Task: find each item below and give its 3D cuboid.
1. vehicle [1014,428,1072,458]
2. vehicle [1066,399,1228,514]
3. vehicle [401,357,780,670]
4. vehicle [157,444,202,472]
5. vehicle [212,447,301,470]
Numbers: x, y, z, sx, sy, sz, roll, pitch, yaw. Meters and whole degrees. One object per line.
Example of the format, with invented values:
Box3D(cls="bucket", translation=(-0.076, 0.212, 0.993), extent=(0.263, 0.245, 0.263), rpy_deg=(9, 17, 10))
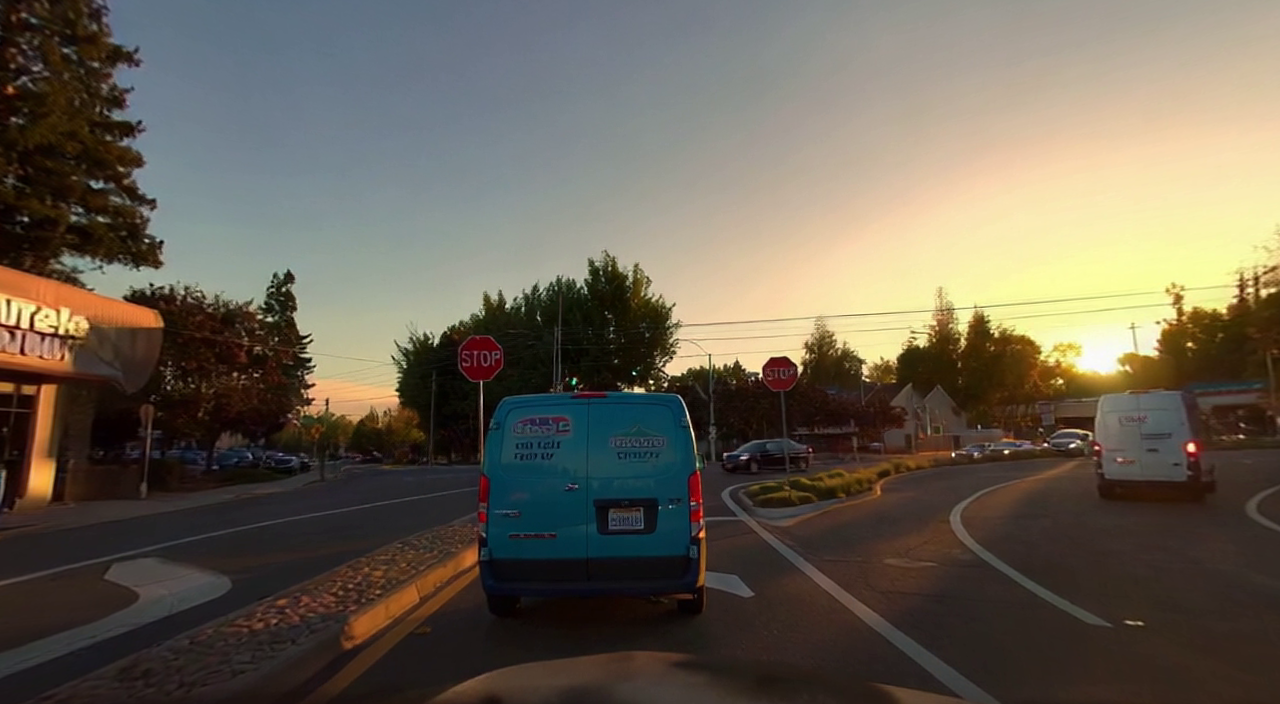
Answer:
Box3D(cls="vehicle", translation=(26.337, 5.945, 41.164), extent=(2.079, 1.797, 5.345), rpy_deg=(-8, -12, 42))
Box3D(cls="vehicle", translation=(11.995, 2.435, 15.072), extent=(2.385, 2.196, 5.640), rpy_deg=(-7, -11, 38))
Box3D(cls="vehicle", translation=(-0.198, 1.285, 6.089), extent=(2.237, 1.828, 4.546), rpy_deg=(0, -9, 3))
Box3D(cls="vehicle", translation=(-29.797, 6.846, 40.984), extent=(1.913, 1.682, 4.120), rpy_deg=(5, -10, -31))
Box3D(cls="vehicle", translation=(-25.926, 7.187, 42.858), extent=(4.670, 1.472, 1.851), rpy_deg=(1, -9, -9))
